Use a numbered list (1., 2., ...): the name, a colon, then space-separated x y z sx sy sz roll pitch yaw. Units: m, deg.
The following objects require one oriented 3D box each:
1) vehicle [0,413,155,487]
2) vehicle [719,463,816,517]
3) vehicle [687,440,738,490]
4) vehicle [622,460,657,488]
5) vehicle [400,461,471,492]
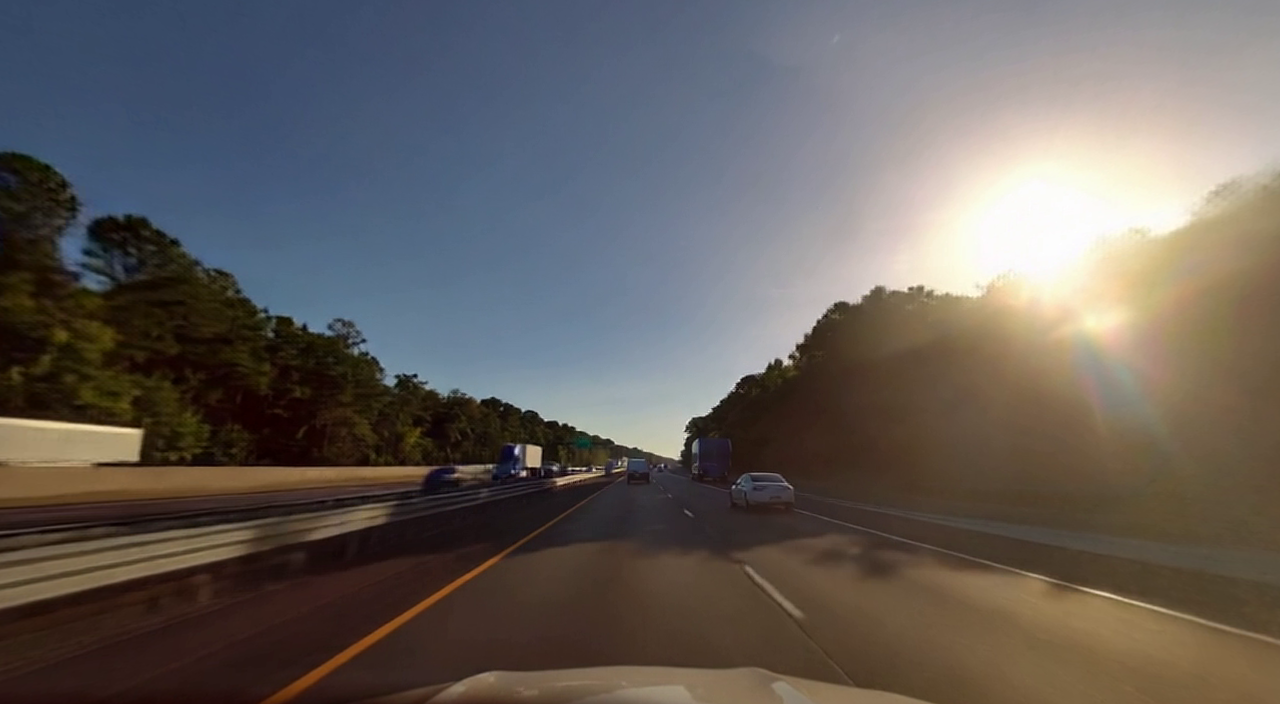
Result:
1. vehicle: -35.108 5.554 35.317 3.222 3.828 16.663 1 -10 -2
2. vehicle: 4.056 4.498 21.004 2.073 1.532 4.969 1 -10 -2
3. vehicle: 4.661 7.493 41.759 2.563 2.975 6.941 1 -10 0
4. vehicle: -0.018 8.144 42.032 2.212 1.717 4.452 0 -10 1
5. vehicle: -10.816 6.639 33.743 2.068 1.507 4.692 0 -10 3
